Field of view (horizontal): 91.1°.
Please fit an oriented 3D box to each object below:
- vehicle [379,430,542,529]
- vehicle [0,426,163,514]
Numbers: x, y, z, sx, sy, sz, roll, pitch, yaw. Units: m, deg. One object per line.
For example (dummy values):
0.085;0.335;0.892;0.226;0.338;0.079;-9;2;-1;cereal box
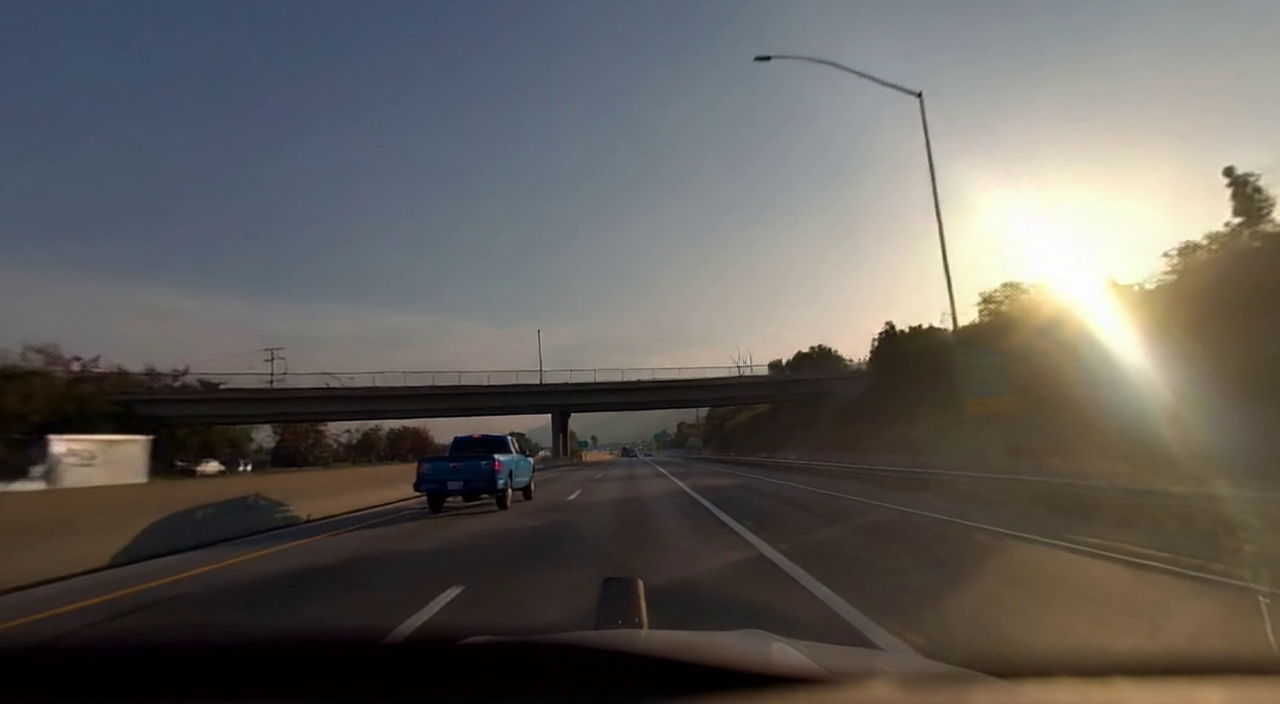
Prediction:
-3.516;2.598;13.375;2.152;1.717;4.423;0;-9;0;vehicle
-20.162;3.929;21.371;2.250;2.581;7.167;0;-9;-1;vehicle
